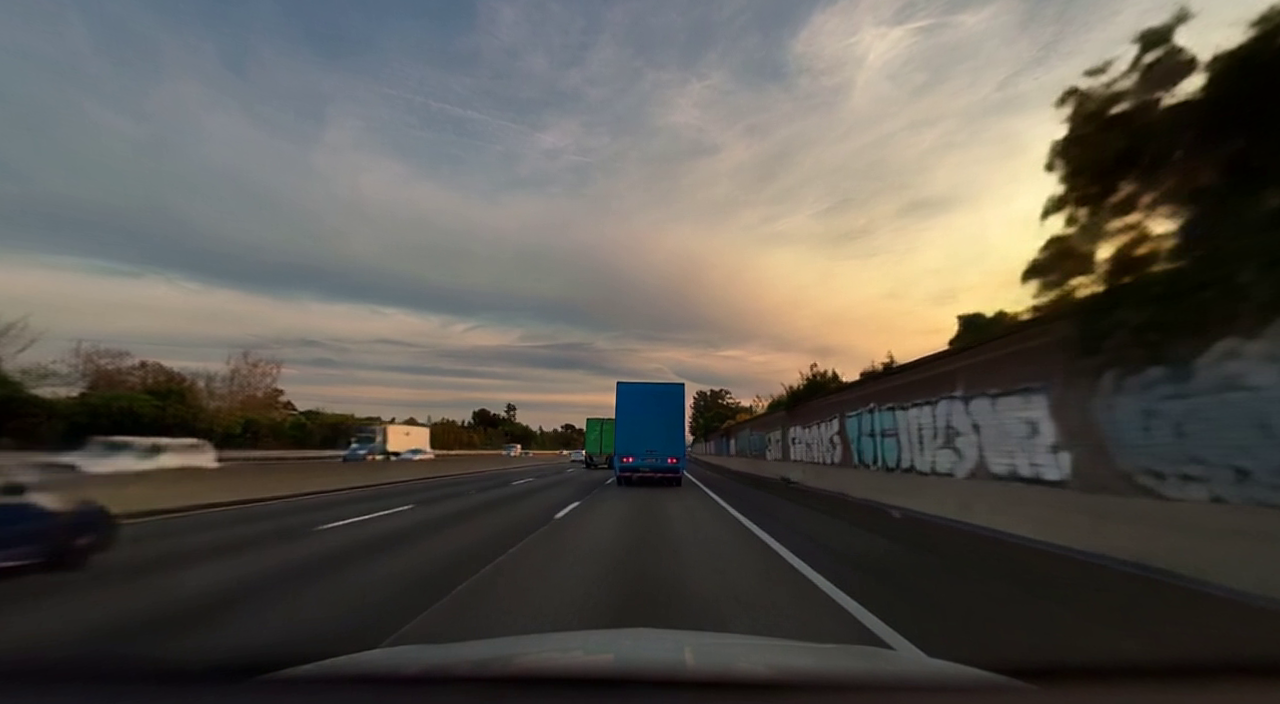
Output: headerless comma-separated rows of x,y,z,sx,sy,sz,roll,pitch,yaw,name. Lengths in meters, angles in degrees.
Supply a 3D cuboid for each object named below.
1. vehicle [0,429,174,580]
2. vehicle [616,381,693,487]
-7.560,1.543,6.317,1.998,1.529,4.850,0,-9,1,vehicle
0.607,3.993,29.958,2.997,4.069,10.871,0,-9,1,vehicle
